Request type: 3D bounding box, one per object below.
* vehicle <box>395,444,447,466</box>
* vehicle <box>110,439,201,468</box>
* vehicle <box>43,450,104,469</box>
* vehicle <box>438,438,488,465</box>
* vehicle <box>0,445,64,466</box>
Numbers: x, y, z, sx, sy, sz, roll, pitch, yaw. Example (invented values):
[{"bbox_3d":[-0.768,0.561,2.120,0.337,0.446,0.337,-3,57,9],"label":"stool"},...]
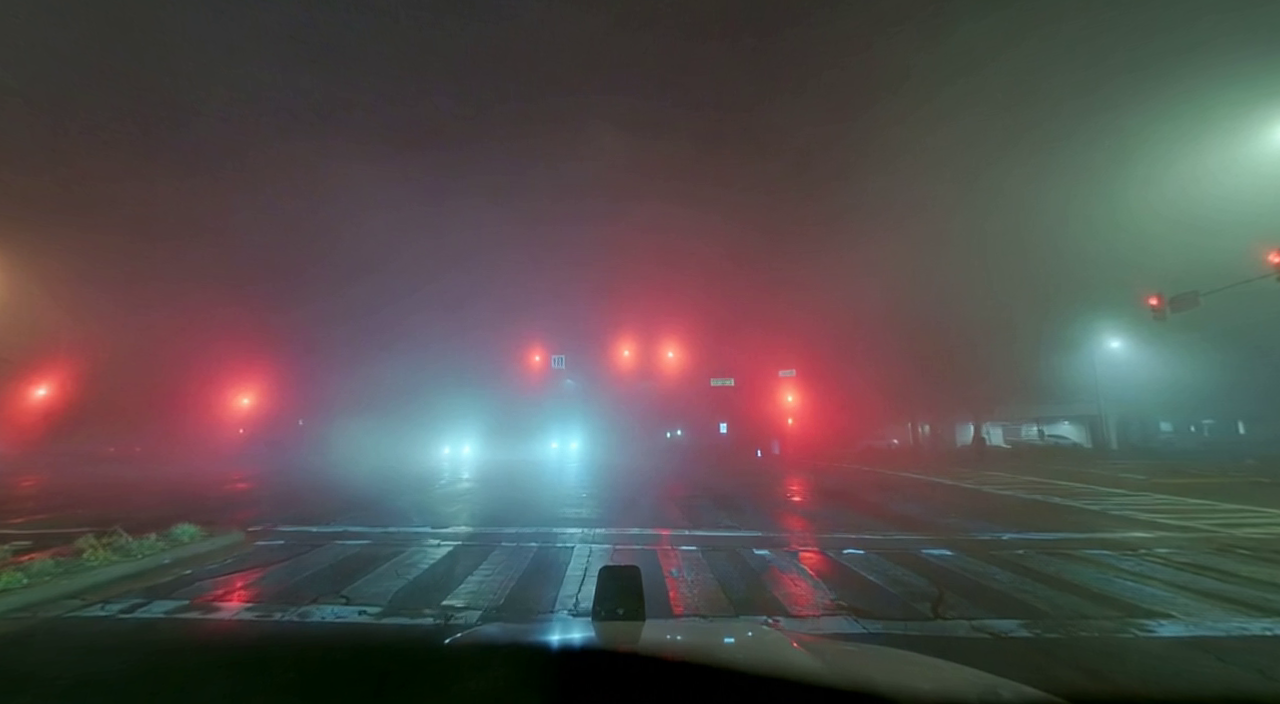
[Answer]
[{"bbox_3d":[-15.478,7.293,44.877,2.056,1.450,4.343,0,-8,0],"label":"vehicle"},{"bbox_3d":[-34.907,7.310,45.771,2.204,1.955,5.518,0,-8,0],"label":"vehicle"},{"bbox_3d":[-41.587,7.890,46.452,1.552,1.339,3.340,0,-8,-4],"label":"vehicle"},{"bbox_3d":[-11.983,6.742,42.986,2.080,1.763,4.341,0,-8,1],"label":"vehicle"},{"bbox_3d":[-45.255,7.626,46.646,1.858,1.467,3.624,0,-8,1],"label":"vehicle"}]
